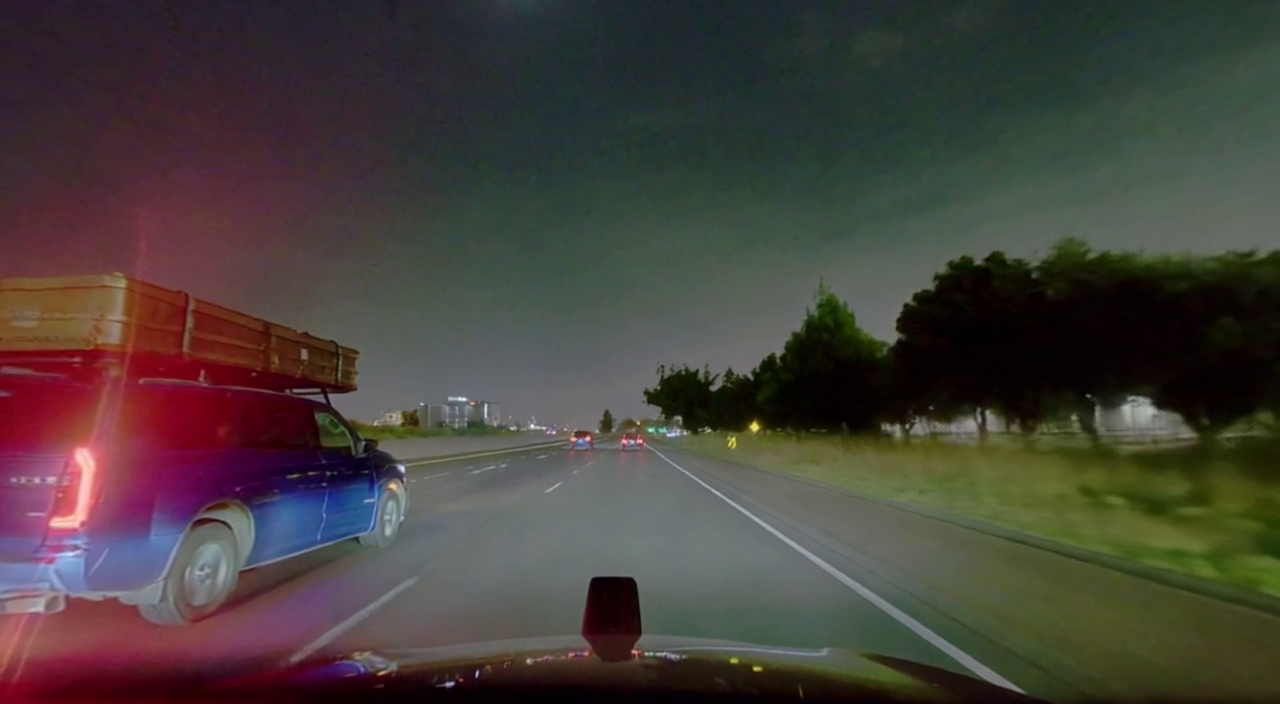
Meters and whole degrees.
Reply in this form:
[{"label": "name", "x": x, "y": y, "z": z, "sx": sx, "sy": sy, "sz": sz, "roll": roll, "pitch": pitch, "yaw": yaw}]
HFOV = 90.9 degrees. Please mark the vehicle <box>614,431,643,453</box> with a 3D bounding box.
[{"label": "vehicle", "x": -0.875, "y": 6.891, "z": 48.458, "sx": 2.151, "sy": 1.618, "sz": 3.898, "roll": 0, "pitch": -8, "yaw": -1}]
